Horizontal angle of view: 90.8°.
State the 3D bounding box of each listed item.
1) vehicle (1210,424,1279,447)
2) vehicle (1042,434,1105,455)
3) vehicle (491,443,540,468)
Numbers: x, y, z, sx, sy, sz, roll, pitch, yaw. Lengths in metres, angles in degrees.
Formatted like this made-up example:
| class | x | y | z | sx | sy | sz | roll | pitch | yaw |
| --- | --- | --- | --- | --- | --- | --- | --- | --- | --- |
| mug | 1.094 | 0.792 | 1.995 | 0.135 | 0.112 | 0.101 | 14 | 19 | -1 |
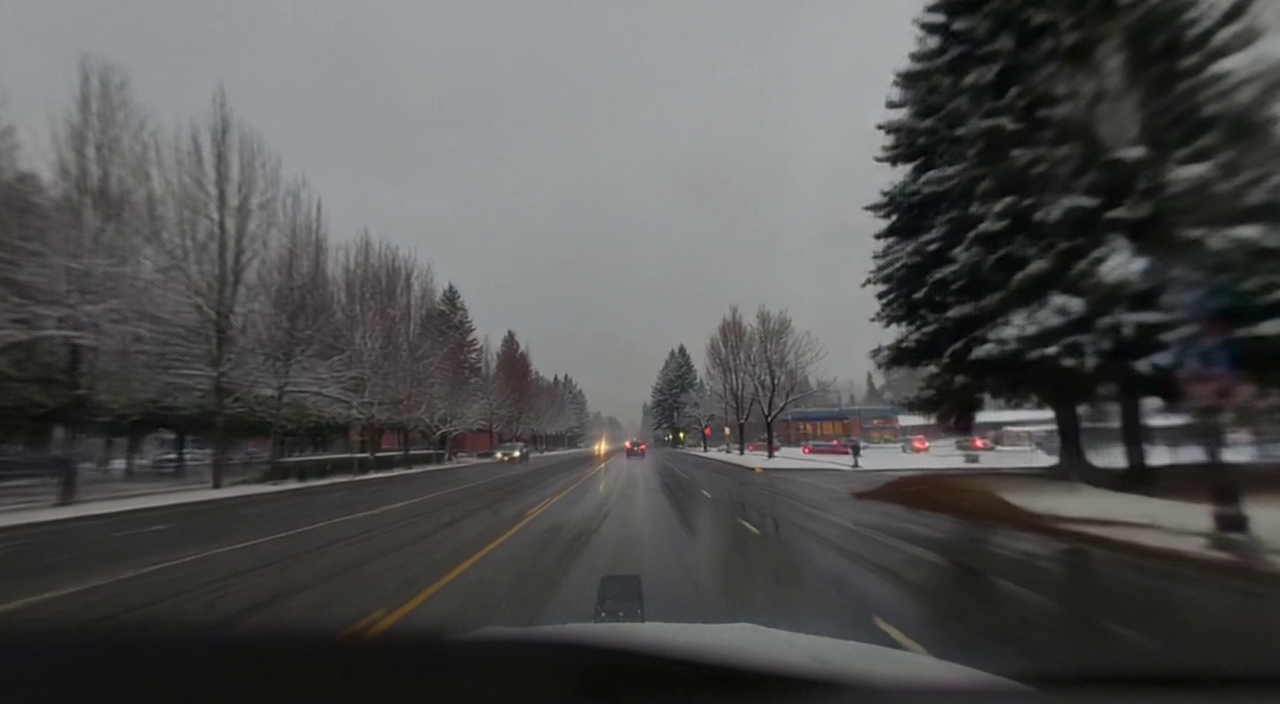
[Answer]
| class | x | y | z | sx | sy | sz | roll | pitch | yaw |
| --- | --- | --- | --- | --- | --- | --- | --- | --- | --- |
| vehicle | 44.473 | 6.140 | 46.132 | 1.802 | 1.547 | 3.913 | 1 | -9 | -7 |
| vehicle | 31.701 | 6.788 | 46.297 | 1.739 | 1.473 | 3.844 | 0 | -8 | -3 |
| vehicle | -7.589 | 6.343 | 38.886 | 1.969 | 1.462 | 4.425 | -1 | -8 | 2 |
